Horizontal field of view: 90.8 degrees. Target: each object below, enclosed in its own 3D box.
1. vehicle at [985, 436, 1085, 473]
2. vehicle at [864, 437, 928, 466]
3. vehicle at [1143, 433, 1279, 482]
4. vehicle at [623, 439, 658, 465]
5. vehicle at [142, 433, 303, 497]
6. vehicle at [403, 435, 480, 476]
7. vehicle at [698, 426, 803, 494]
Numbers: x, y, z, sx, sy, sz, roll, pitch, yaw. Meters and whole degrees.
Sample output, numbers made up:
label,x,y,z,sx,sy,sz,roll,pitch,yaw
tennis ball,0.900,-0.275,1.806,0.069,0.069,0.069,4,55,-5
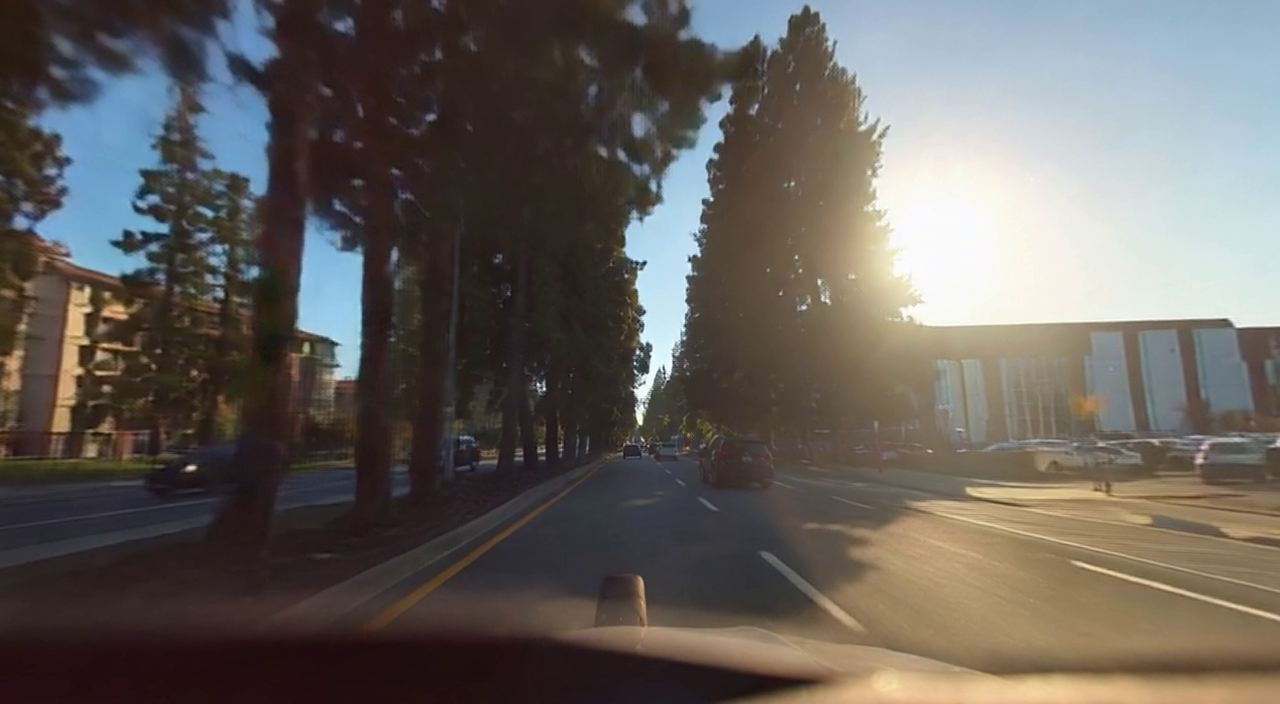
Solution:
label,x,y,z,sx,sy,sz,roll,pitch,yaw
vehicle,19.248,4.990,31.034,1.936,1.659,4.365,0,-9,-3
vehicle,15.880,6.195,39.482,1.812,1.687,4.579,1,-9,-4
vehicle,20.631,3.670,22.097,4.475,1.592,1.841,0,-9,-1
vehicle,0.000,6.358,40.431,2.145,1.572,4.021,0,-9,-1
vehicle,-12.658,3.434,19.600,1.937,1.737,4.398,0,-9,0
vehicle,-9.193,4.823,29.697,2.093,1.728,4.735,0,-9,0
vehicle,3.173,3.248,19.341,2.235,1.806,4.818,0,-9,-2
